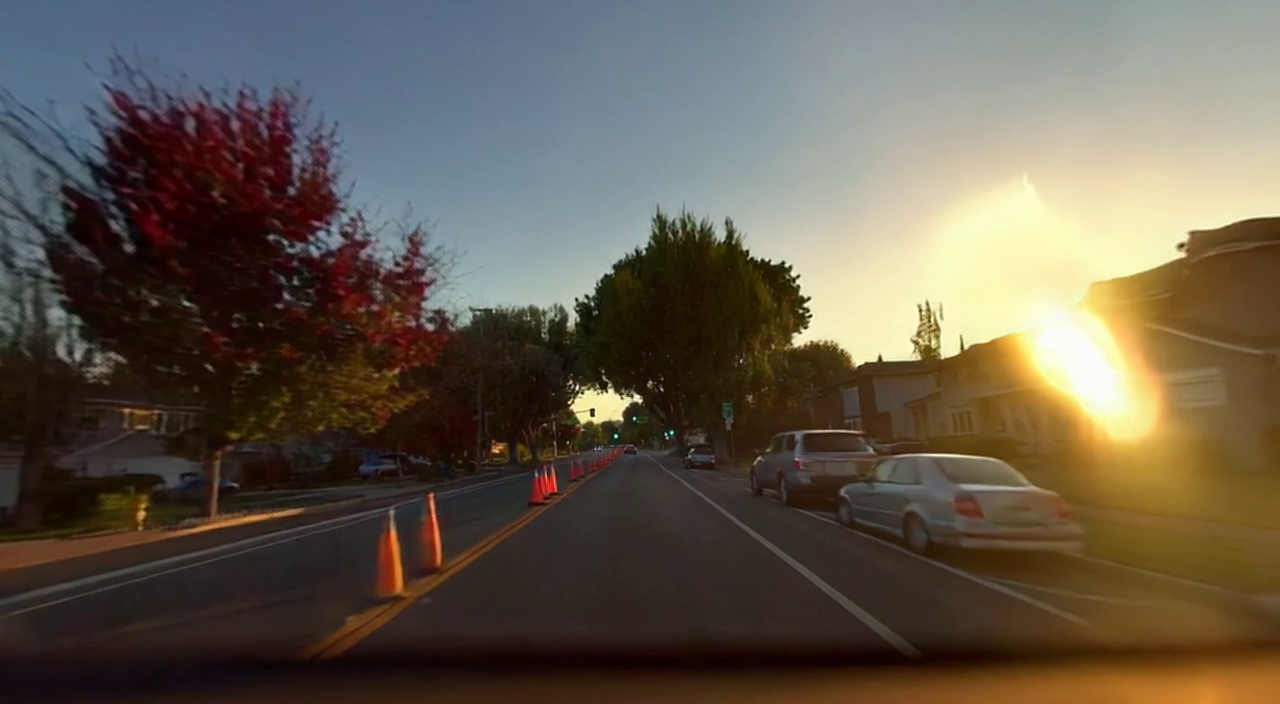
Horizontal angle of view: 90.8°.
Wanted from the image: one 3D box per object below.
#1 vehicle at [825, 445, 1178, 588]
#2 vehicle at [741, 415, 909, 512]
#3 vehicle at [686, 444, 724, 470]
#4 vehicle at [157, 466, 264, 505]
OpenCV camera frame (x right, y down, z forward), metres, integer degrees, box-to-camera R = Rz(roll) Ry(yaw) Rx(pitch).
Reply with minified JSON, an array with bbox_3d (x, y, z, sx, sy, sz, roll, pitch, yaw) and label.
[{"bbox_3d":[4.146,1.922,8.391,1.928,1.333,4.586,0,-9,-1],"label":"vehicle"},{"bbox_3d":[4.116,2.600,15.169,2.255,1.914,4.967,0,-9,-3],"label":"vehicle"},{"bbox_3d":[3.909,6.396,38.600,1.870,1.441,4.539,-1,-9,1],"label":"vehicle"},{"bbox_3d":[-20.229,6.270,30.078,2.015,1.444,4.958,-1,-9,-5],"label":"vehicle"}]
